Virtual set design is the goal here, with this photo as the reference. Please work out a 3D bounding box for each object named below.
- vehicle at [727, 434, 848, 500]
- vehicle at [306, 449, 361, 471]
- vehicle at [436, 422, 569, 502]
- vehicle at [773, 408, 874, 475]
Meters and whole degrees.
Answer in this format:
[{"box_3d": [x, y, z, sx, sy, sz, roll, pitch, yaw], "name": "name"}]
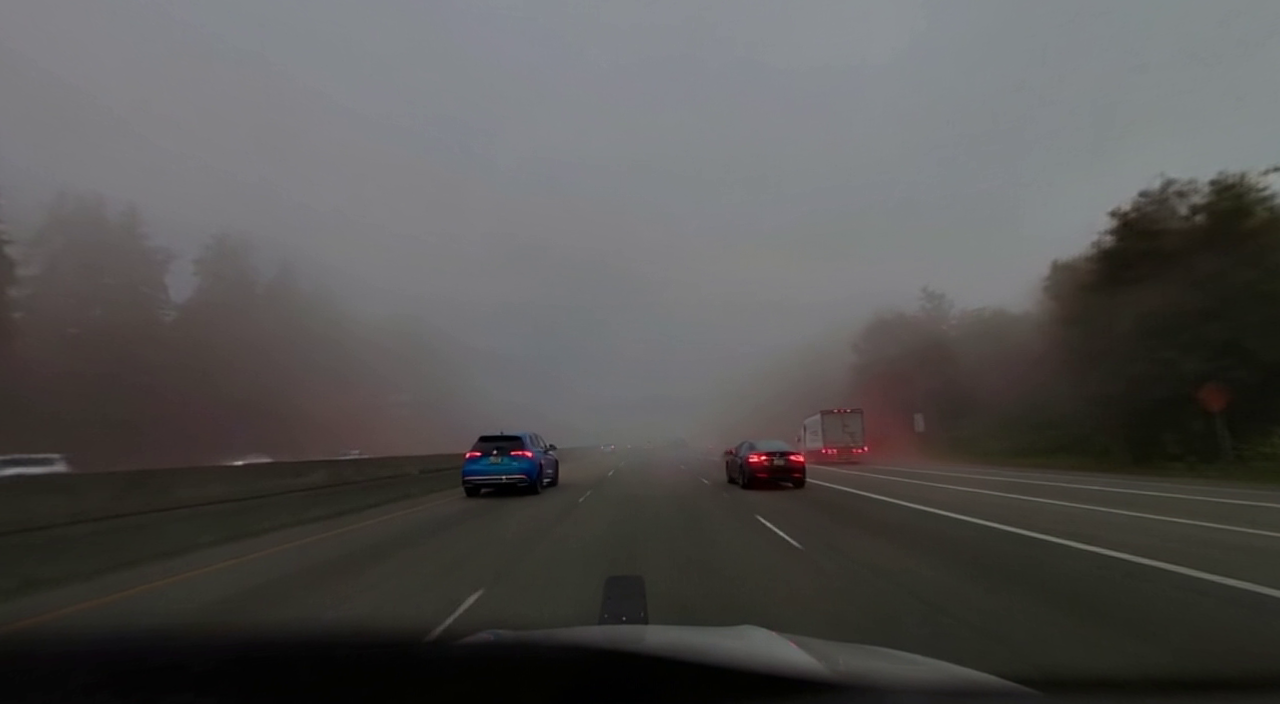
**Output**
[{"box_3d": [3.705, 3.000, 16.830, 2.080, 1.493, 4.674, 0, -9, 0], "name": "vehicle"}, {"box_3d": [-22.588, 7.943, 46.682, 1.840, 1.492, 4.423, 0, -9, 1], "name": "vehicle"}, {"box_3d": [-3.381, 2.867, 16.790, 2.218, 1.764, 5.229, 0, -9, 2], "name": "vehicle"}, {"box_3d": [7.800, 3.893, 27.448, 2.729, 2.628, 4.875, 0, -9, -2], "name": "vehicle"}]
